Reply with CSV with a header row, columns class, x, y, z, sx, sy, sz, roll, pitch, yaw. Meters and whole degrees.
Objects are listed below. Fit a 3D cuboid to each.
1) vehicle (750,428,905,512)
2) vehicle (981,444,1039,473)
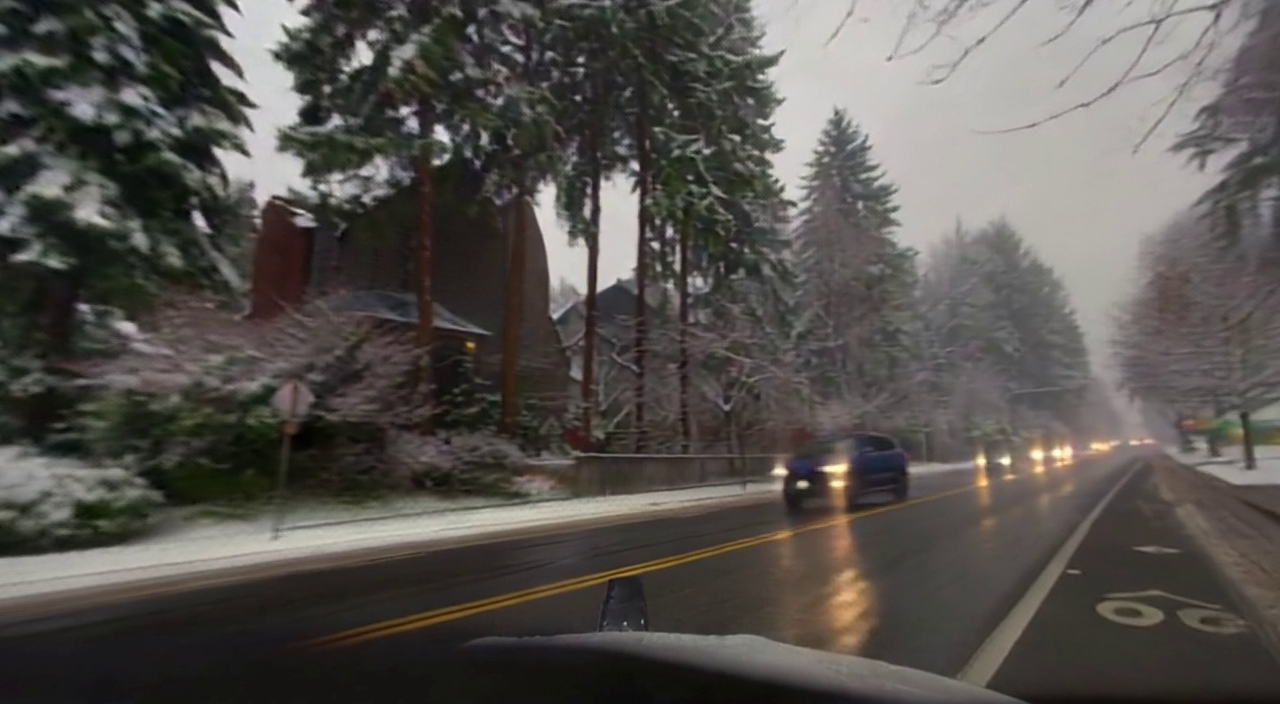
class,x,y,z,sx,sy,sz,roll,pitch,yaw
vehicle,4.954,2.954,16.275,2.089,1.835,4.528,-8,-11,39
vehicle,20.227,5.763,34.374,1.906,1.498,4.222,-8,-11,40
